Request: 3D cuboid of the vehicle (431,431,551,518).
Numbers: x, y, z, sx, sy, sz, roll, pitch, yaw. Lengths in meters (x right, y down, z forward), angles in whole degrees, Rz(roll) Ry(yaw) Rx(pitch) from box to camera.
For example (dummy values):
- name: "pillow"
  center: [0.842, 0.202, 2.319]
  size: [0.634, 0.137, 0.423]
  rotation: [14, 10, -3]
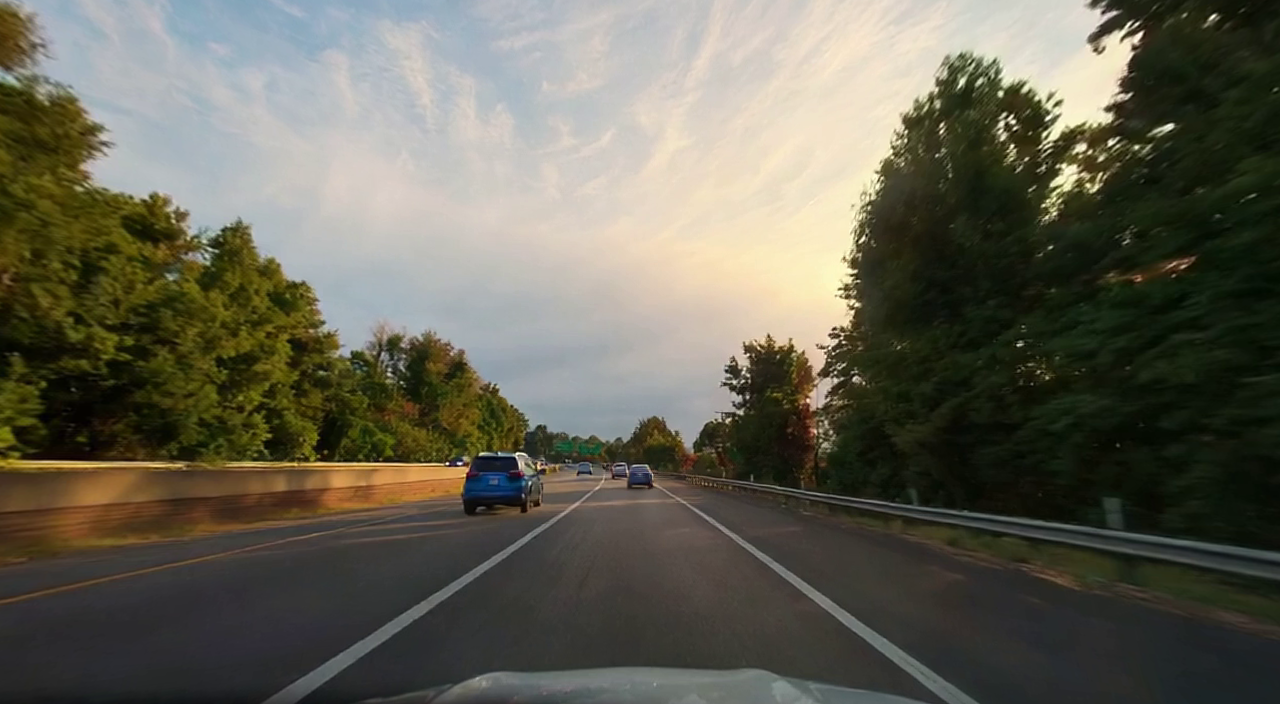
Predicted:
- name: "vehicle"
  center: [-4.034, 3.471, 18.075]
  size: [2.237, 2.113, 4.815]
  rotation: [1, -10, 0]

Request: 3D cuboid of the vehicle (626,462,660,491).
- name: "vehicle"
  center: [0.142, 7.301, 37.018]
  size: [1.905, 1.559, 3.491]
  rotation: [1, -10, -1]
